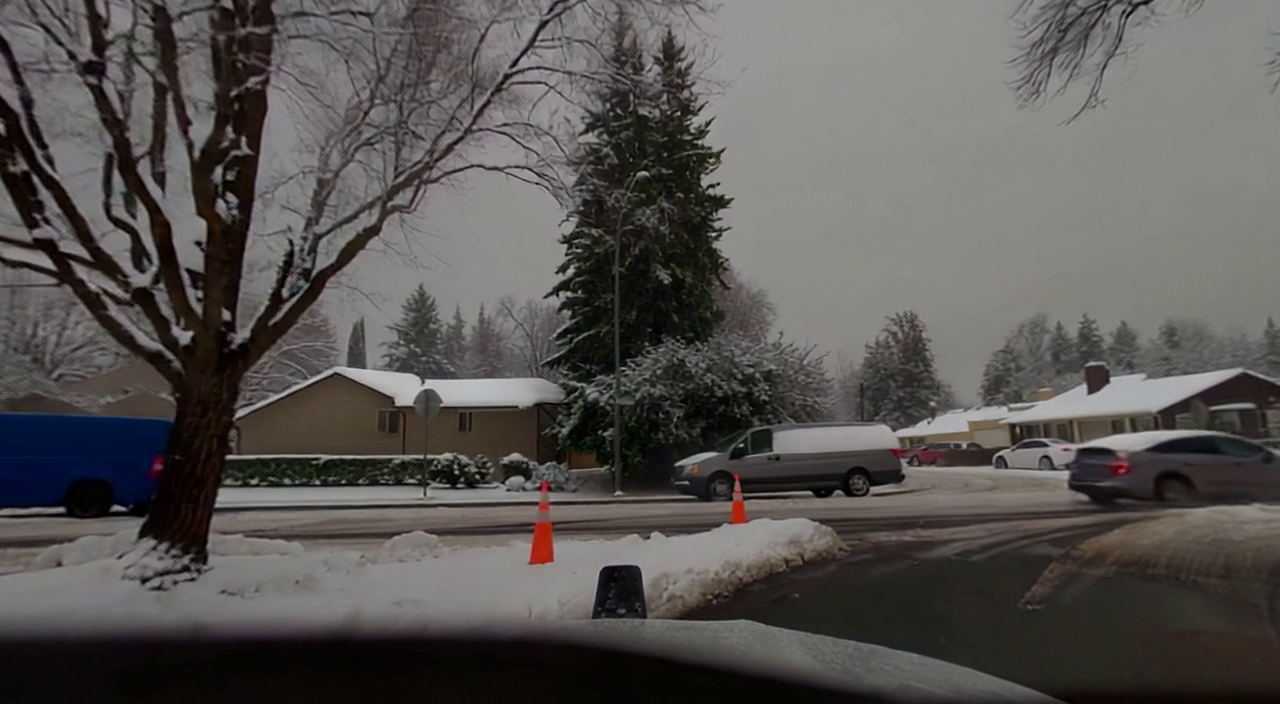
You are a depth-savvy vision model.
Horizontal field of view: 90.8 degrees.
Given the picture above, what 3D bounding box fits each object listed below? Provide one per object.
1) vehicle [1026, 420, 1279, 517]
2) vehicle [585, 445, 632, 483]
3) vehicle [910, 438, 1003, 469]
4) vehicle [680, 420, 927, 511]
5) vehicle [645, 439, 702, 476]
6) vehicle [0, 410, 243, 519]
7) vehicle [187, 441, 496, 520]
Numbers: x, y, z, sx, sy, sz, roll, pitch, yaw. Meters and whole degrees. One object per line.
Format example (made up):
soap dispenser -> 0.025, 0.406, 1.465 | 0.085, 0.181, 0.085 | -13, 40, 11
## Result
vehicle -> 10.101, 2.084, 11.635 | 4.684, 1.556, 2.087 | 1, -9, -7
vehicle -> -1.416, 4.711, 26.861 | 1.648, 1.430, 3.654 | 4, -9, -7
vehicle -> 20.758, 6.653, 41.579 | 4.984, 1.912, 2.132 | 1, -9, -7
vehicle -> 3.637, 2.565, 14.600 | 5.047, 1.851, 2.103 | 1, -9, -10
vehicle -> 1.384, 4.557, 27.592 | 1.745, 1.461, 4.074 | 1, -9, -8
vehicle -> -14.897, 2.878, 15.792 | 7.824, 2.323, 2.863 | -1, -10, -5
vehicle -> -7.331, 3.255, 16.533 | 6.643, 1.777, 2.925 | 1, -9, -7
